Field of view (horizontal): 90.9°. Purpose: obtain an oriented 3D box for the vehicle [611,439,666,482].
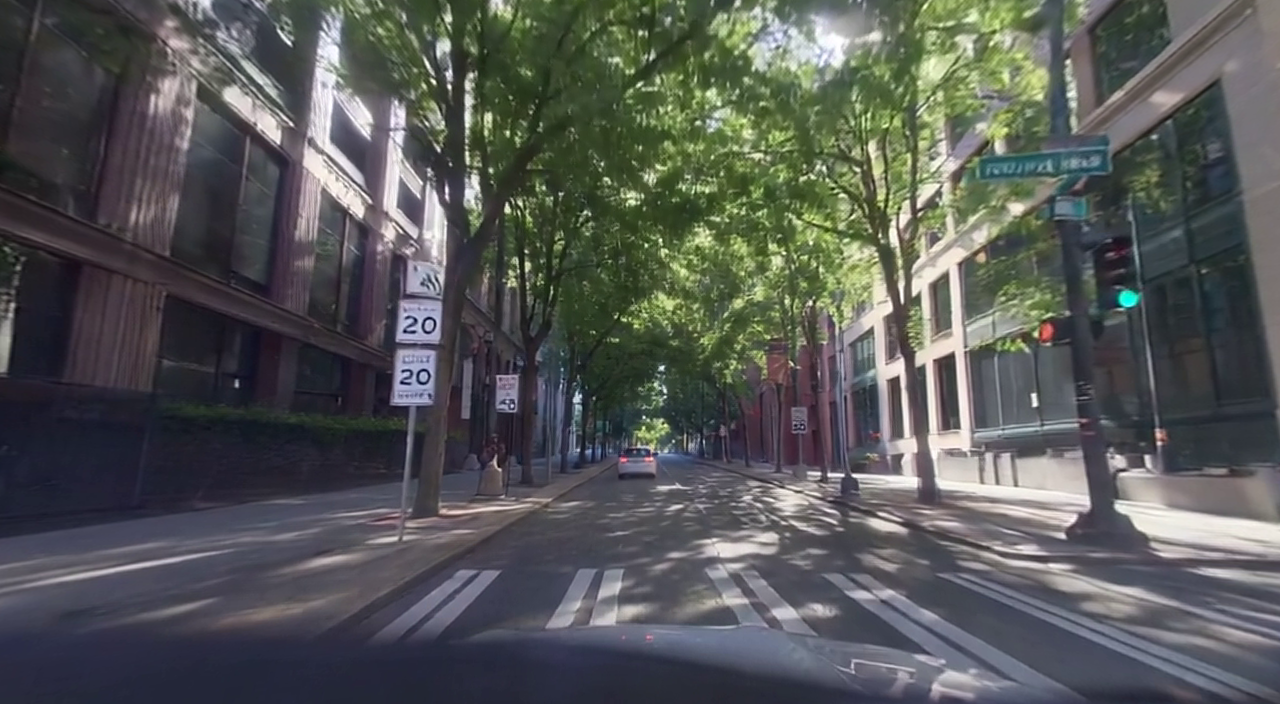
[{"bbox_3d":[-0.090,4.431,25.933,2.079,1.621,3.861,0,-9,-1],"label":"vehicle"}]
